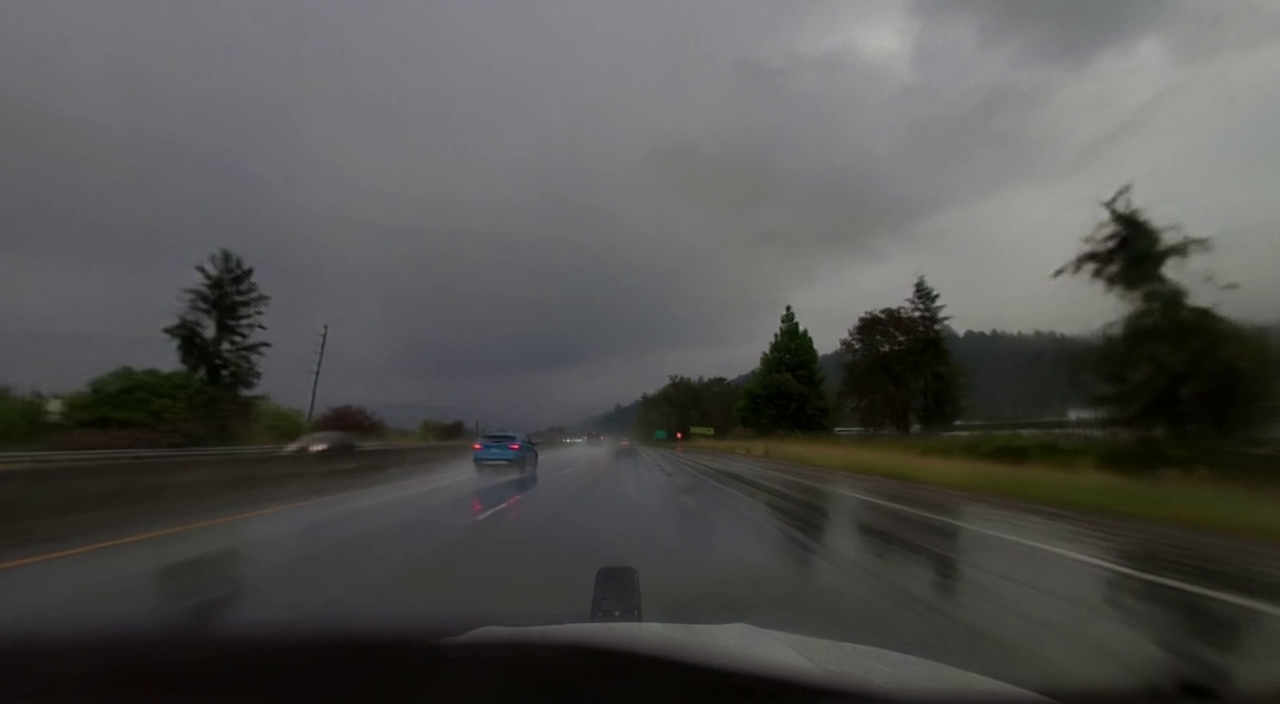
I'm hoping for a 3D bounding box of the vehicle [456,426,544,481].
[{"bbox_3d":[-4.651,3.420,21.602,2.070,1.647,4.577,0,-8,-1],"label":"vehicle"}]
